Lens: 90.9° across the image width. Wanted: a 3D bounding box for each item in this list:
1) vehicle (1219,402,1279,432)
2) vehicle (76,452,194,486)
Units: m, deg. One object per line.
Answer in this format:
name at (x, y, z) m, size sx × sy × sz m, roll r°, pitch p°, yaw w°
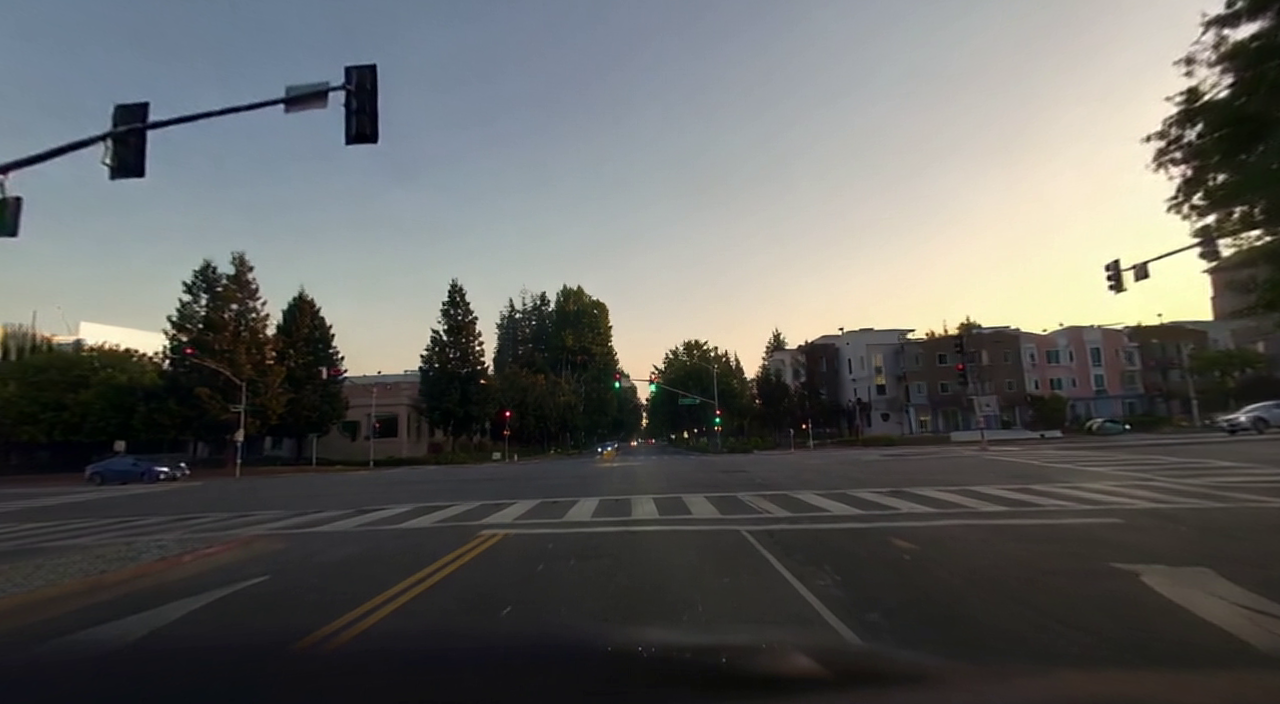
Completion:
vehicle at (37.714, 3.899, 37.474) m, size 4.483 × 1.691 × 1.949 m, roll 0°, pitch -8°, yaw 1°
vehicle at (-25.156, 5.827, 31.496) m, size 4.332 × 1.573 × 1.900 m, roll 0°, pitch -8°, yaw 3°
